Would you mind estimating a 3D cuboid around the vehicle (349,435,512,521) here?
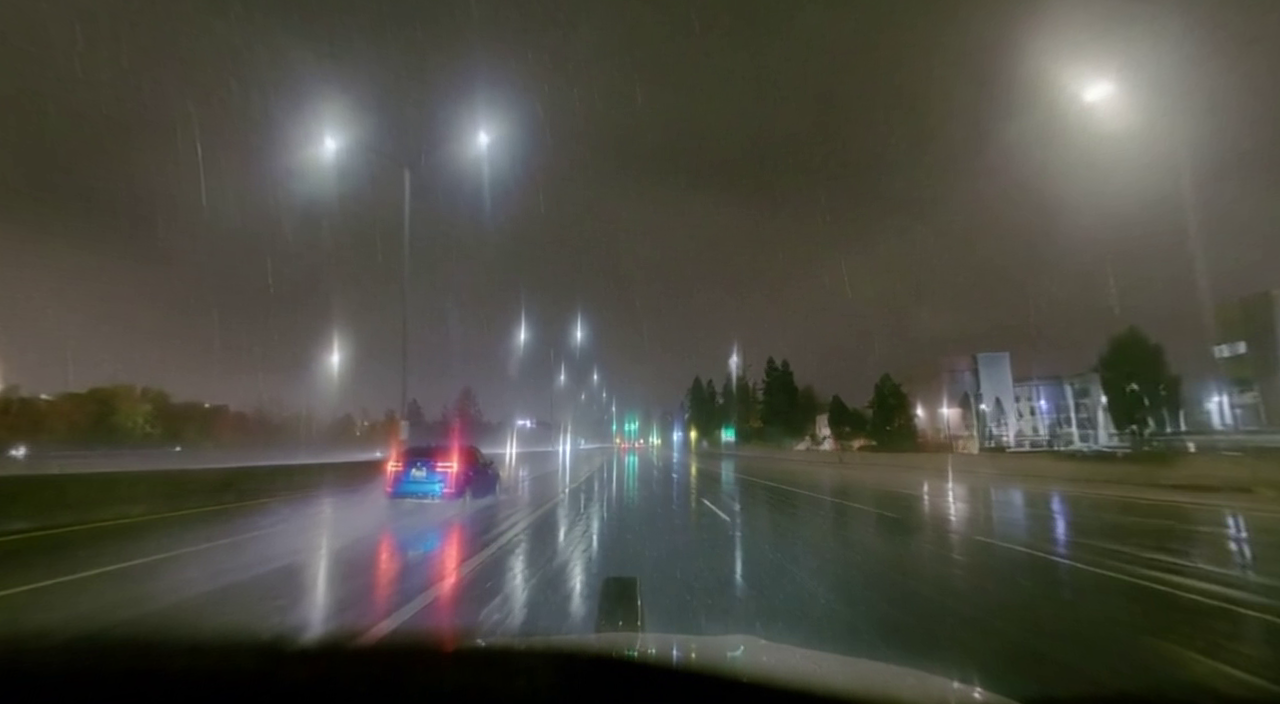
[{"bbox_3d":[-4.133,2.545,13.347,1.900,1.492,4.495,0,-9,0],"label":"vehicle"}]
